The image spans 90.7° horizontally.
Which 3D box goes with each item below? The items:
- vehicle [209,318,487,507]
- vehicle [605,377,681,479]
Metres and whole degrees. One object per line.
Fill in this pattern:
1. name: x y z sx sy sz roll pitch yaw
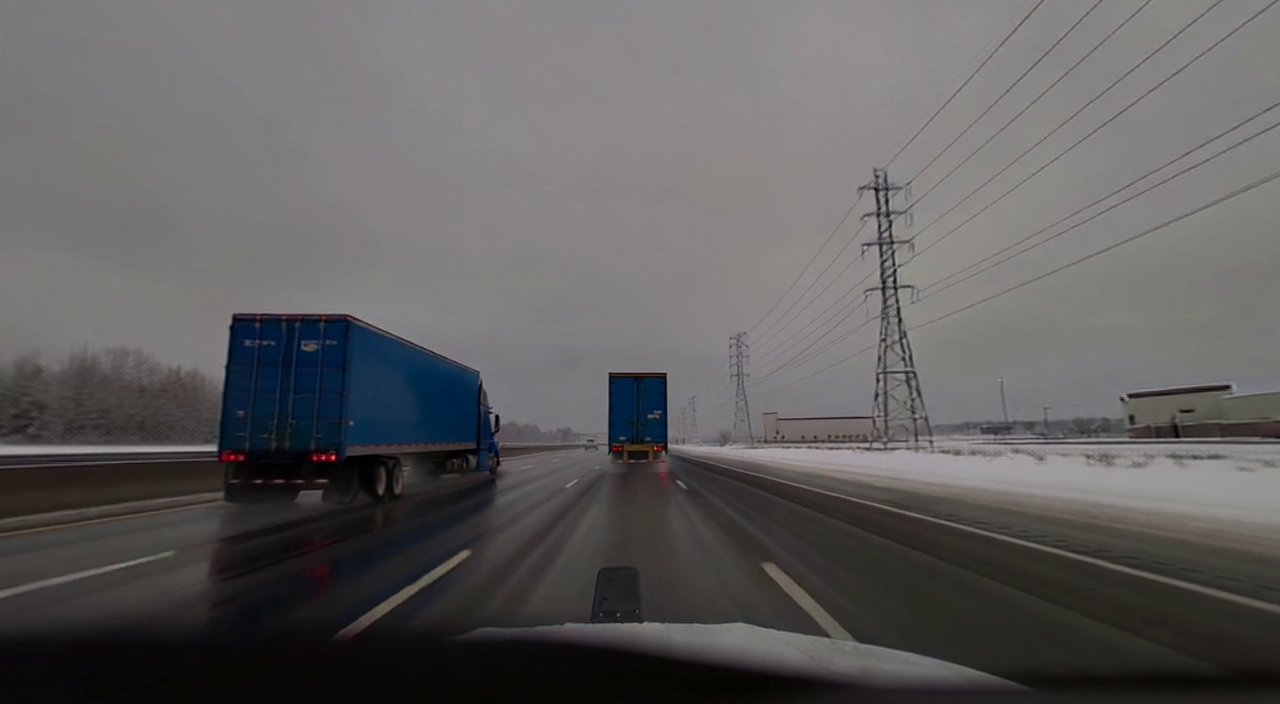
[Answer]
1. vehicle: -7.471 2.055 18.931 2.937 3.981 11.119 0 -8 0
2. vehicle: 0.068 3.606 29.008 2.858 3.847 10.034 0 -9 -1
